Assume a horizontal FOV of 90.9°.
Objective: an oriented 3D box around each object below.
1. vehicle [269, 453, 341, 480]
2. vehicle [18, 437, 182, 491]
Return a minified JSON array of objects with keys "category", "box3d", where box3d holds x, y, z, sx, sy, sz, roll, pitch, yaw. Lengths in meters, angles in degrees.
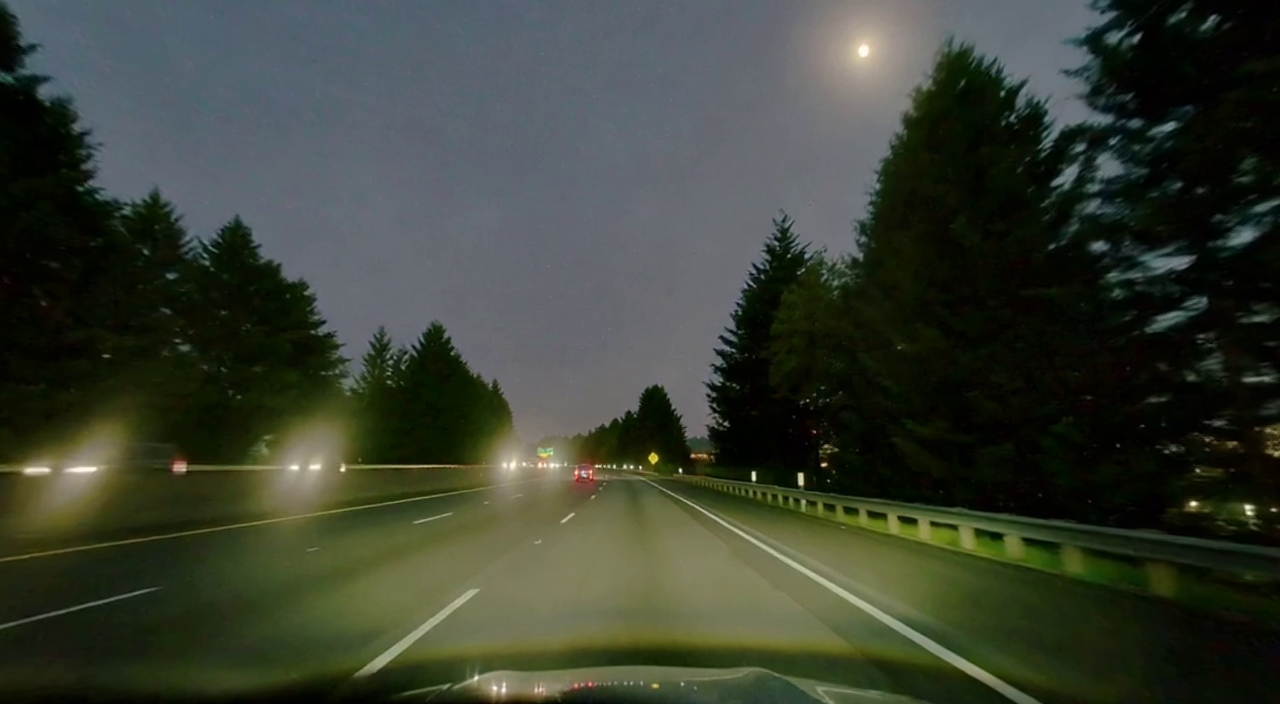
[{"category":"vehicle","box3d":[-20.060,6.889,37.934,1.866,1.508,4.531,1,-11,-1]},{"category":"vehicle","box3d":[-16.464,3.481,19.489,1.763,1.473,3.681,1,-11,-1]}]
